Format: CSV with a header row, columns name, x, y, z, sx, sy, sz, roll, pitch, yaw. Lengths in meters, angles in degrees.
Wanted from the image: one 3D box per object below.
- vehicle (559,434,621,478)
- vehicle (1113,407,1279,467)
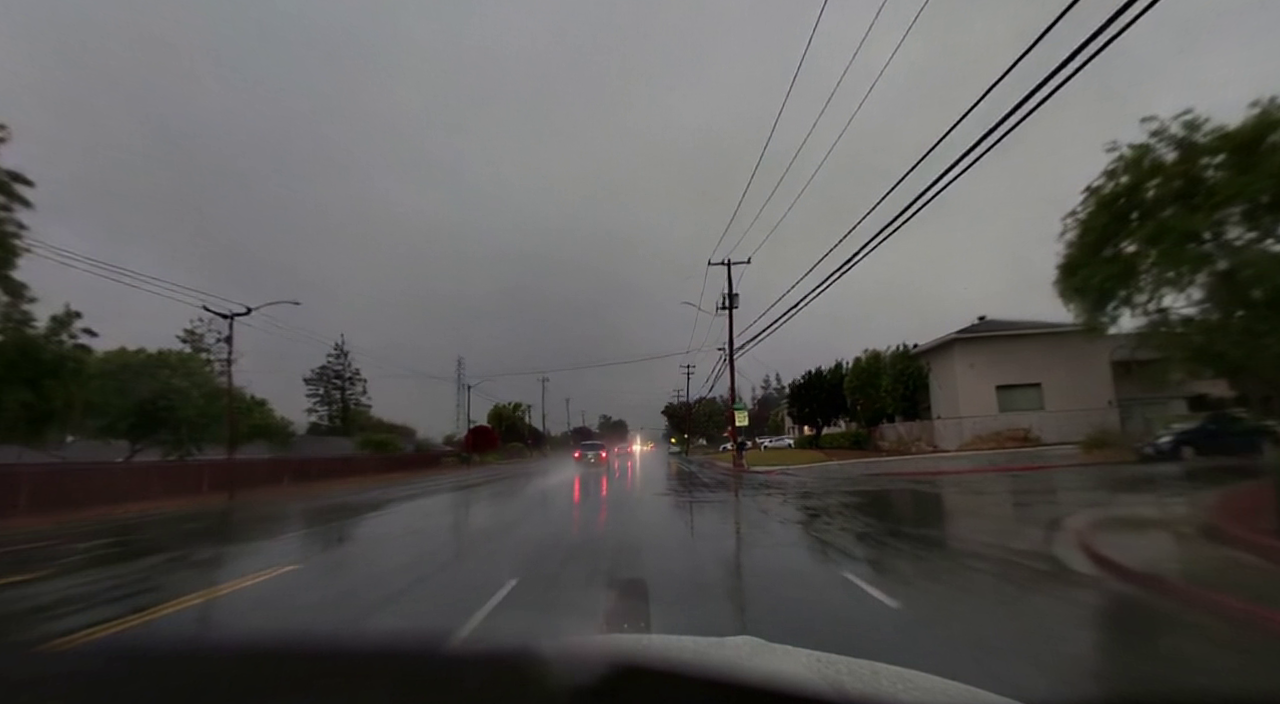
name,x,y,z,sx,sy,sz,roll,pitch,yaw
vehicle,-2.198,4.789,29.251,2.327,1.861,4.941,0,-9,2
vehicle,20.377,3.086,22.704,4.502,1.833,2.462,-3,-11,1
